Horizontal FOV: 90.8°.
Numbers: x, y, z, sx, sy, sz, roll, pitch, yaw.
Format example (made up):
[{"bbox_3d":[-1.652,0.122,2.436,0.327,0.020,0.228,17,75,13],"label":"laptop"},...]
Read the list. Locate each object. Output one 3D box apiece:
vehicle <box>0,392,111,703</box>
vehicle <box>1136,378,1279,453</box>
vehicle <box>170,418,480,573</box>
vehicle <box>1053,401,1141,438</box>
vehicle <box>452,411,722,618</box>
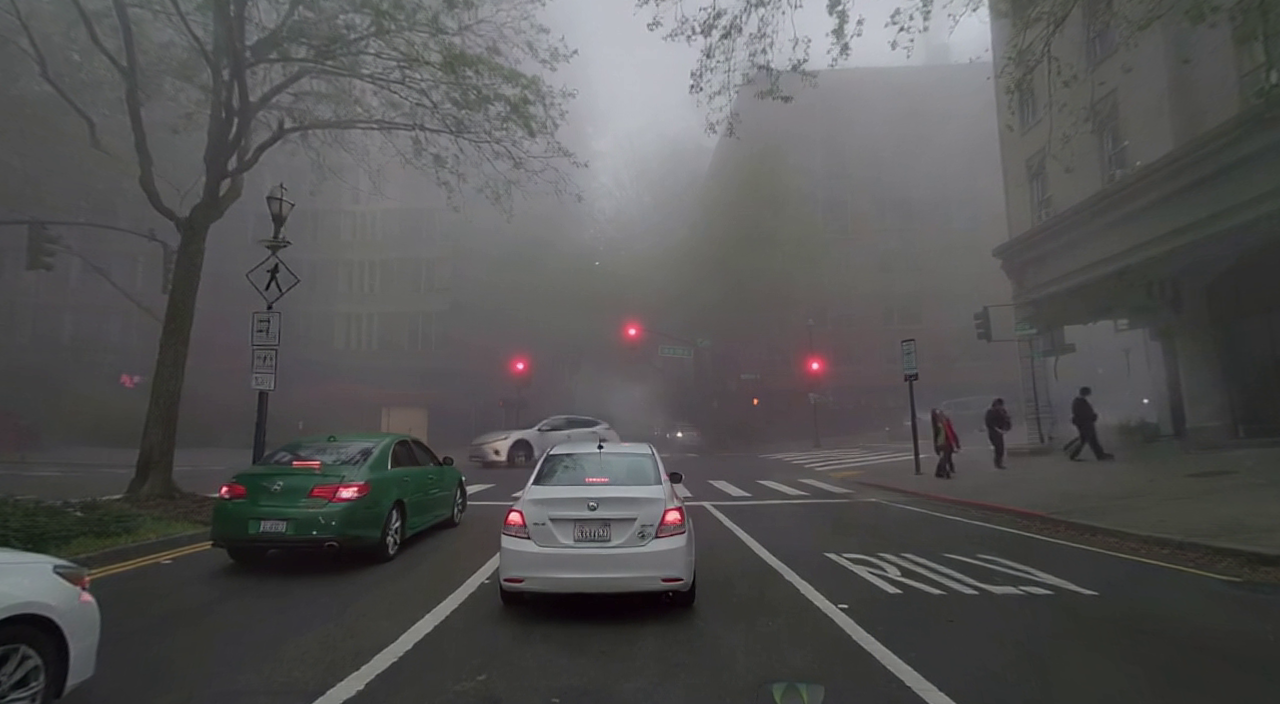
[{"bbox_3d":[-3.917,0.705,1.179,1.995,1.524,4.438,0,-8,0],"label":"vehicle"},{"bbox_3d":[21.628,2.354,22.871,5.863,2.493,2.354,2,-9,-12],"label":"vehicle"},{"bbox_3d":[-3.682,1.749,8.485,1.934,1.522,4.287,0,-8,0],"label":"vehicle"},{"bbox_3d":[22.472,3.369,31.002,4.392,1.667,1.958,5,-10,-34],"label":"vehicle"},{"bbox_3d":[-0.410,1.501,6.731,1.999,1.520,3.896,0,-8,0],"label":"vehicle"}]
